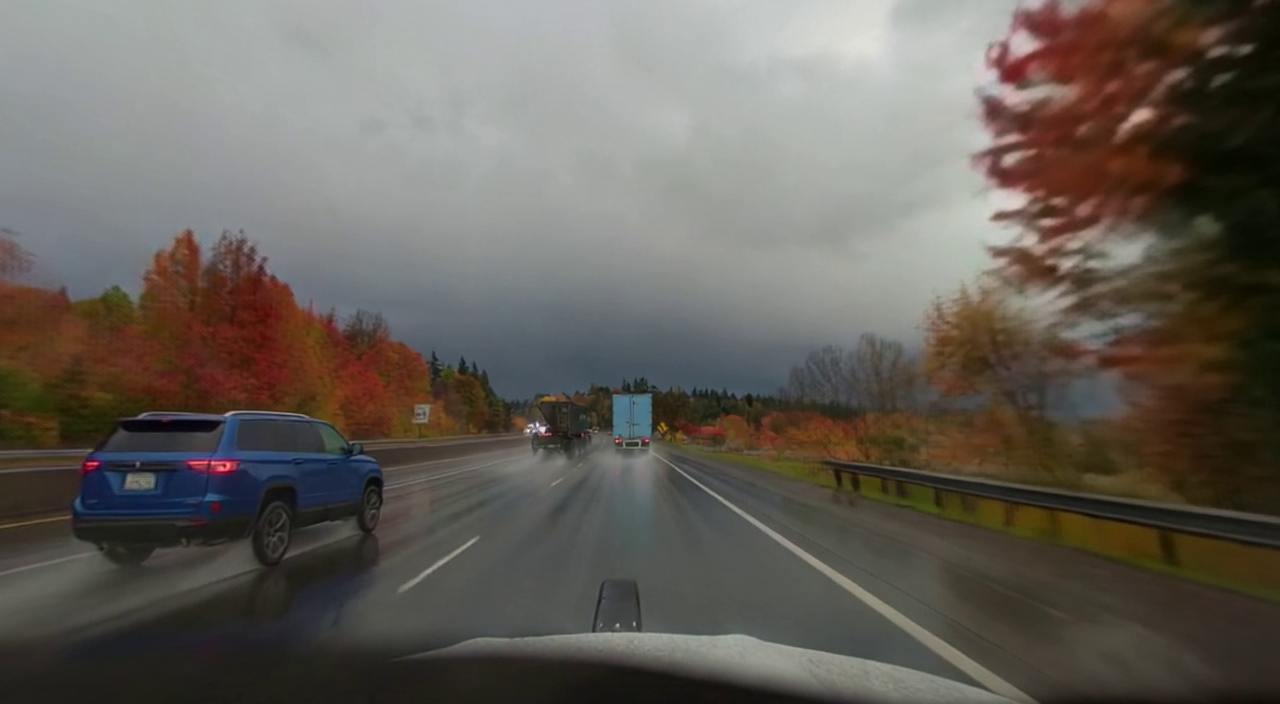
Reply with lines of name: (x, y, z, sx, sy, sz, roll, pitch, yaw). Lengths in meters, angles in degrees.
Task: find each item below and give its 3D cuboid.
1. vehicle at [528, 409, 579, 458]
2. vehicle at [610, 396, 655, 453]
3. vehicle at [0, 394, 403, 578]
vehicle: (-5.189, 5.017, 38.590, 2.383, 2.726, 5.677, 0, -8, -1)
vehicle: (-0.654, 5.576, 47.766, 3.078, 3.955, 8.774, 0, -8, -2)
vehicle: (-4.956, 1.526, 8.067, 2.089, 1.669, 4.515, 0, -8, -1)
